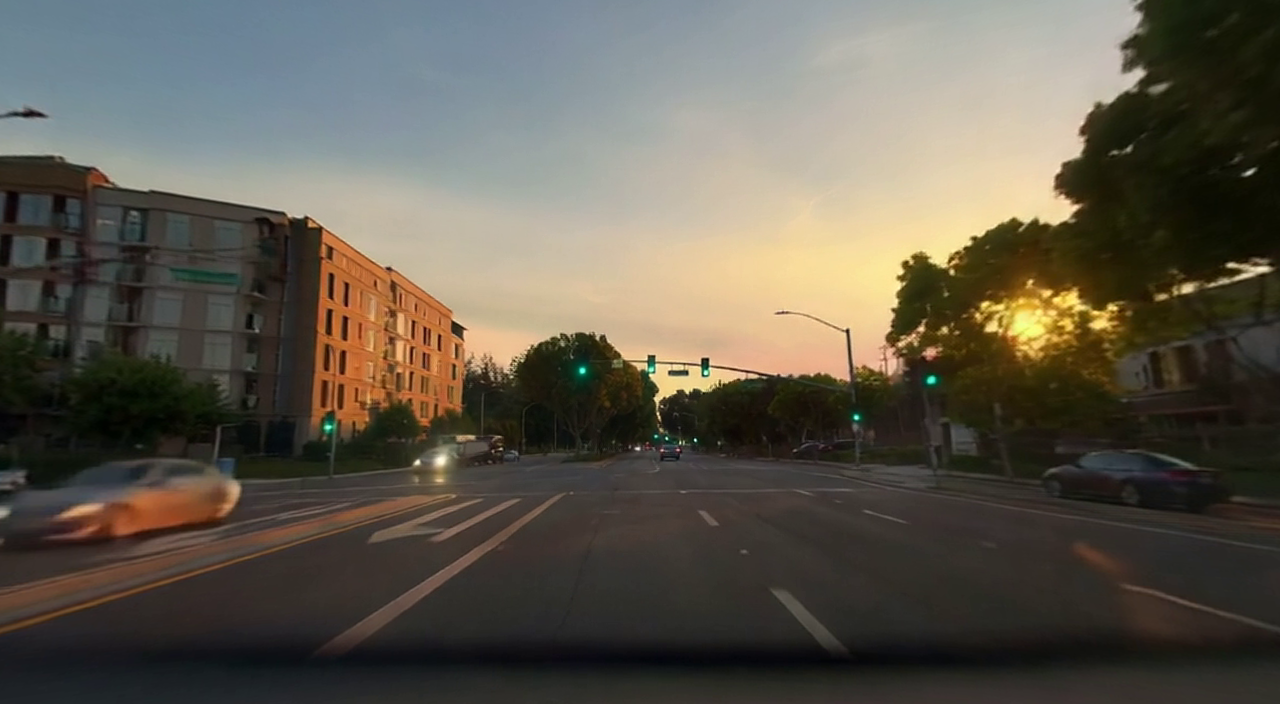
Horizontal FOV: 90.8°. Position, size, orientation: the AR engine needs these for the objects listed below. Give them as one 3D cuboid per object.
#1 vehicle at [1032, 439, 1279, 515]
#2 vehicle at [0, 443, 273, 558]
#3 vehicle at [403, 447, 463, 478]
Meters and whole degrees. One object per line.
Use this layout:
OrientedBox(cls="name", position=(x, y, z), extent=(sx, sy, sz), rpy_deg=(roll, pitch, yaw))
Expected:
OrientedBox(cls="vehicle", position=(11.661, 2.792, 14.699), extent=(1.955, 1.455, 4.727), rpy_deg=(0, -9, -1))
OrientedBox(cls="vehicle", position=(-9.120, 2.570, 11.723), extent=(2.010, 1.682, 4.346), rpy_deg=(0, -9, -1))
OrientedBox(cls="vehicle", position=(-12.424, 6.637, 38.212), extent=(2.030, 1.702, 4.488), rpy_deg=(-1, -9, 0))
